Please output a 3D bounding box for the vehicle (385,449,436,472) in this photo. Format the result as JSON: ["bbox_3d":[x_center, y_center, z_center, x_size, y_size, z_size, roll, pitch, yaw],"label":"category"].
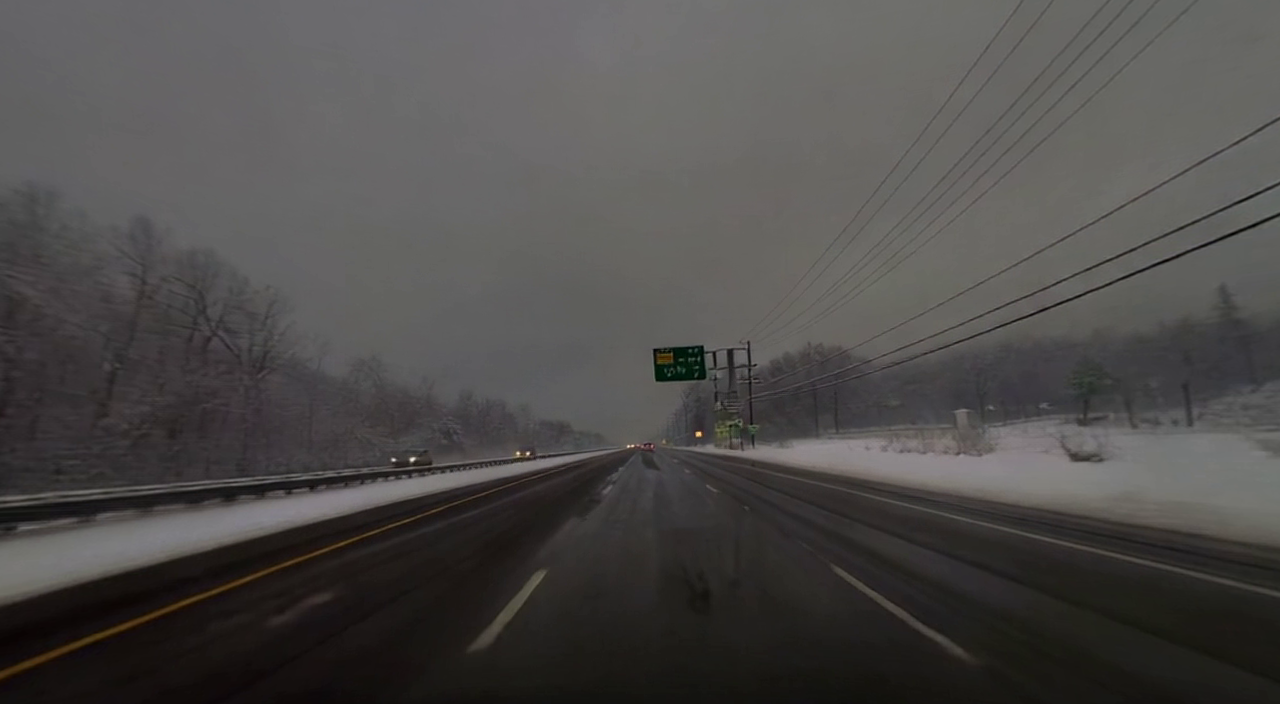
[{"bbox_3d":[-16.743,7.935,46.314,1.904,1.490,4.703,-1,-8,1],"label":"vehicle"}]
